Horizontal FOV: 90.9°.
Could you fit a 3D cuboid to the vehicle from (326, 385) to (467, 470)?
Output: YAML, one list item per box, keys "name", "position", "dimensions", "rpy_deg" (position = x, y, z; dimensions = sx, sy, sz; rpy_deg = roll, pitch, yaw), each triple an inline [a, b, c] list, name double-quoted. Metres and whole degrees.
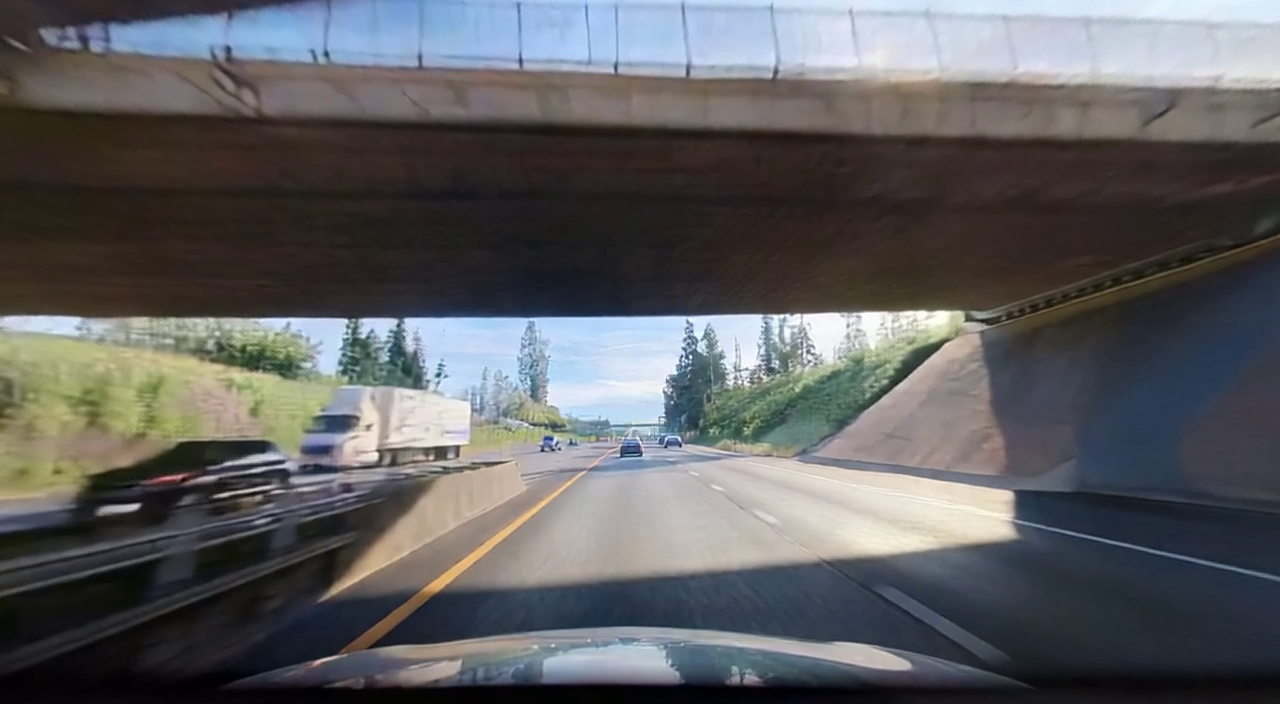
- name: "vehicle"
  position: [-13.768, 4.586, 37.718]
  dimensions: [2.905, 4.072, 14.272]
  rpy_deg: [0, -8, -1]

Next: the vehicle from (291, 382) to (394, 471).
- name: "vehicle"
  position: [-13.671, 3.457, 29.234]
  dimensions: [3.204, 3.934, 2.841]
  rpy_deg: [0, -7, -1]

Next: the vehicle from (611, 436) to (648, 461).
- name: "vehicle"
  position: [-0.615, 5.481, 35.946]
  dimensions: [1.996, 1.325, 4.029]
  rpy_deg: [0, -7, -1]

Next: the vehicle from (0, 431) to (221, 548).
- name: "vehicle"
  position: [-8.405, 1.883, 9.381]
  dimensions: [1.790, 1.375, 3.778]
  rpy_deg: [0, -7, -2]
